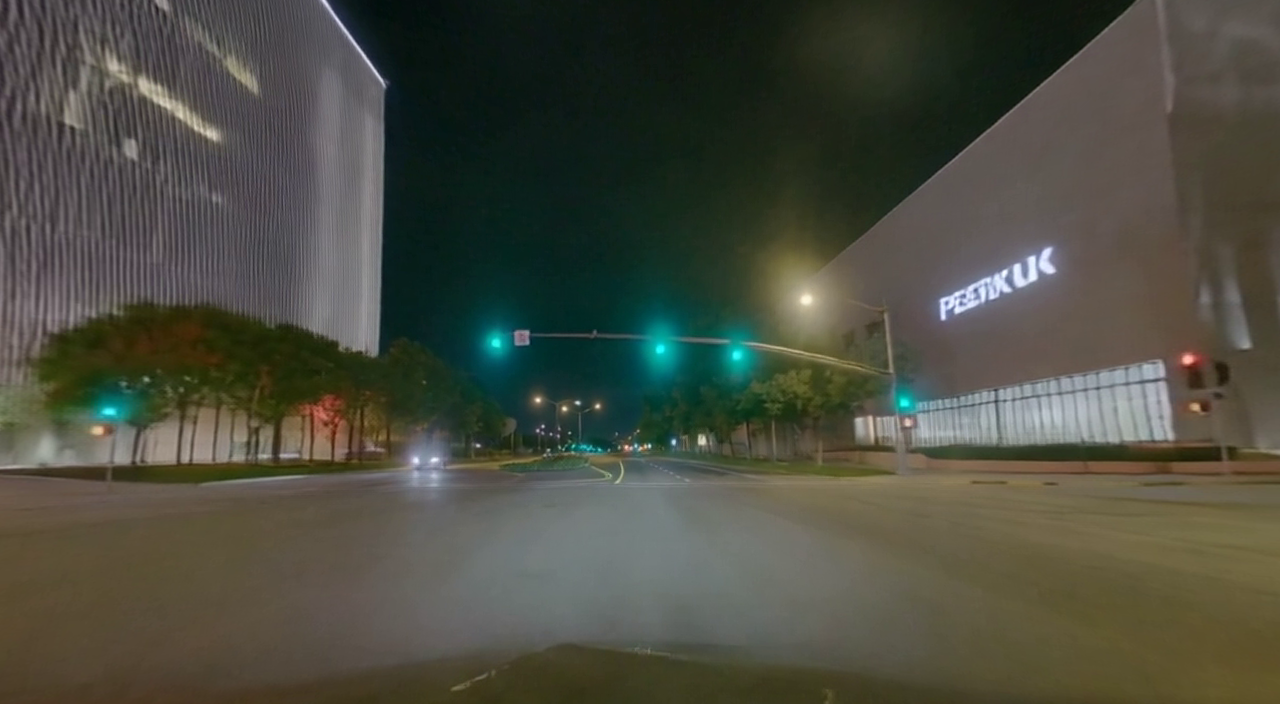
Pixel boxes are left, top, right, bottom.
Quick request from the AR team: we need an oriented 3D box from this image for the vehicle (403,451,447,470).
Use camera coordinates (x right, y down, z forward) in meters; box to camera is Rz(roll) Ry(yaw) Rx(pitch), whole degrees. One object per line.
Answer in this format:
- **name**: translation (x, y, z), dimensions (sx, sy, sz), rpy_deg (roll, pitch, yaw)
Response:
- **vehicle**: translation (-16.936, 8.553, 49.972), dimensions (1.924, 1.434, 4.456), rpy_deg (0, -9, -1)
